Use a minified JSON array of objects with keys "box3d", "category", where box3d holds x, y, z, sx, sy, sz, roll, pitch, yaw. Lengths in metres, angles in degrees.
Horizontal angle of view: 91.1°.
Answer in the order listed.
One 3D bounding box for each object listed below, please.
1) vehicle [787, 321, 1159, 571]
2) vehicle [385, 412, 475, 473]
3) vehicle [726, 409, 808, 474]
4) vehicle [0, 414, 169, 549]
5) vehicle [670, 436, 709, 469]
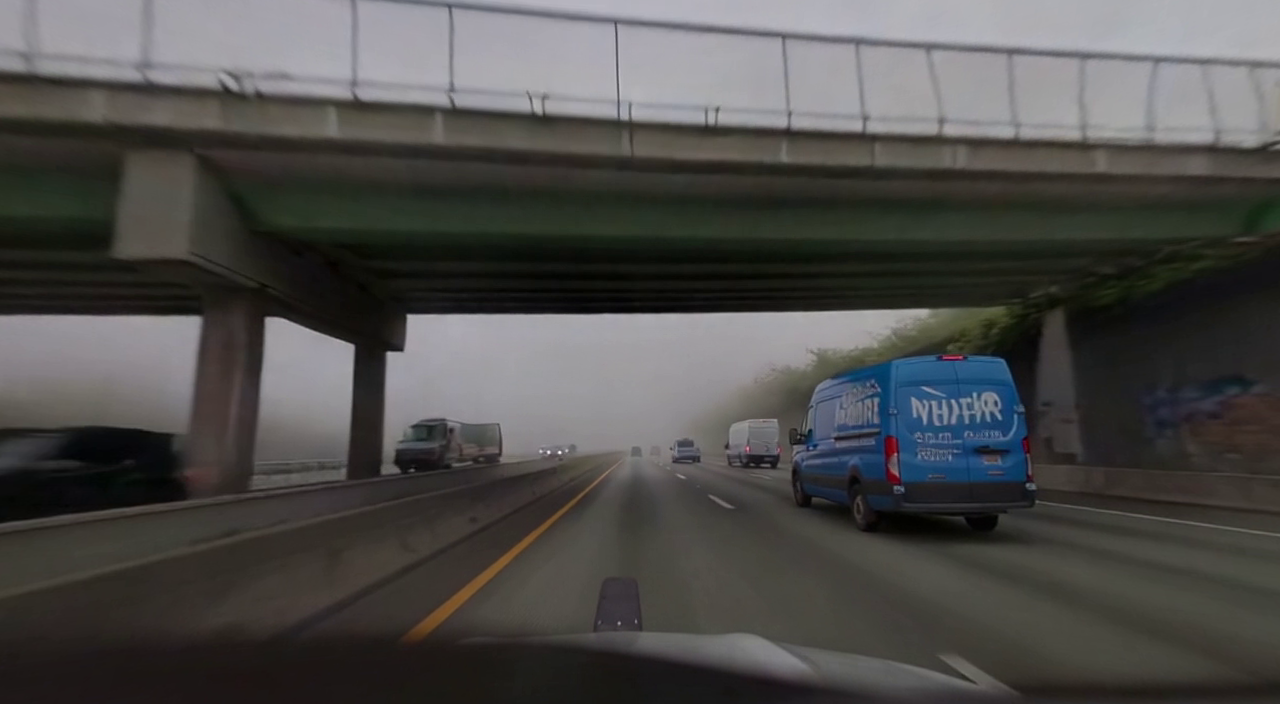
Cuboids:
[{"box3d":[4.173,1.396,9.543,2.283,2.631,5.719,0,-9,-2],"category":"vehicle"},{"box3d":[-12.043,5.366,36.890,2.571,3.122,8.065,-1,-9,-1],"category":"vehicle"},{"box3d":[6.959,5.116,35.675,2.761,3.225,7.624,0,-9,-2],"category":"vehicle"},{"box3d":[-8.663,1.662,8.164,1.827,1.612,4.182,0,-9,0],"category":"vehicle"},{"box3d":[3.115,6.490,40.659,2.007,1.943,5.010,0,-9,-1],"category":"vehicle"}]
